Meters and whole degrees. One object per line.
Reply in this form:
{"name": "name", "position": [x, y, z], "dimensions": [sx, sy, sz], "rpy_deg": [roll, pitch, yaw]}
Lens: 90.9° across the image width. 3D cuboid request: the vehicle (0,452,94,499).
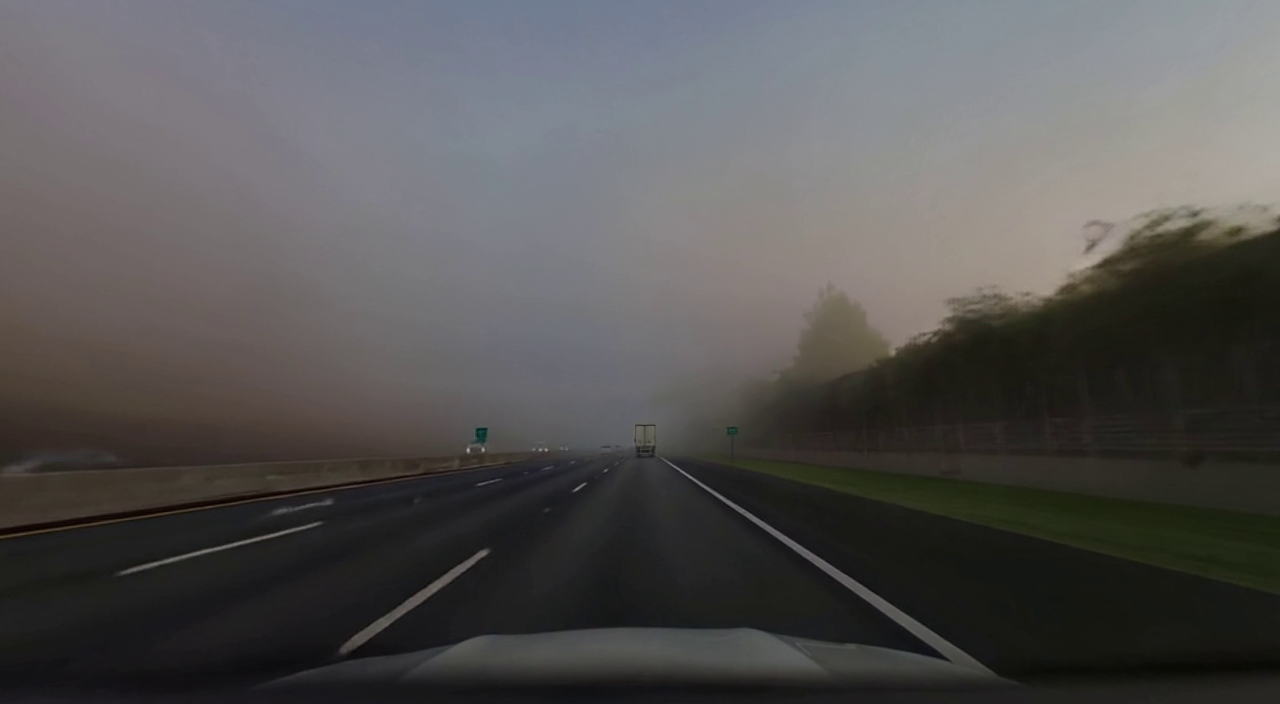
{"name": "vehicle", "position": [-21.749, 4.211, 21.609], "dimensions": [1.943, 1.490, 4.482], "rpy_deg": [0, -9, 1]}
